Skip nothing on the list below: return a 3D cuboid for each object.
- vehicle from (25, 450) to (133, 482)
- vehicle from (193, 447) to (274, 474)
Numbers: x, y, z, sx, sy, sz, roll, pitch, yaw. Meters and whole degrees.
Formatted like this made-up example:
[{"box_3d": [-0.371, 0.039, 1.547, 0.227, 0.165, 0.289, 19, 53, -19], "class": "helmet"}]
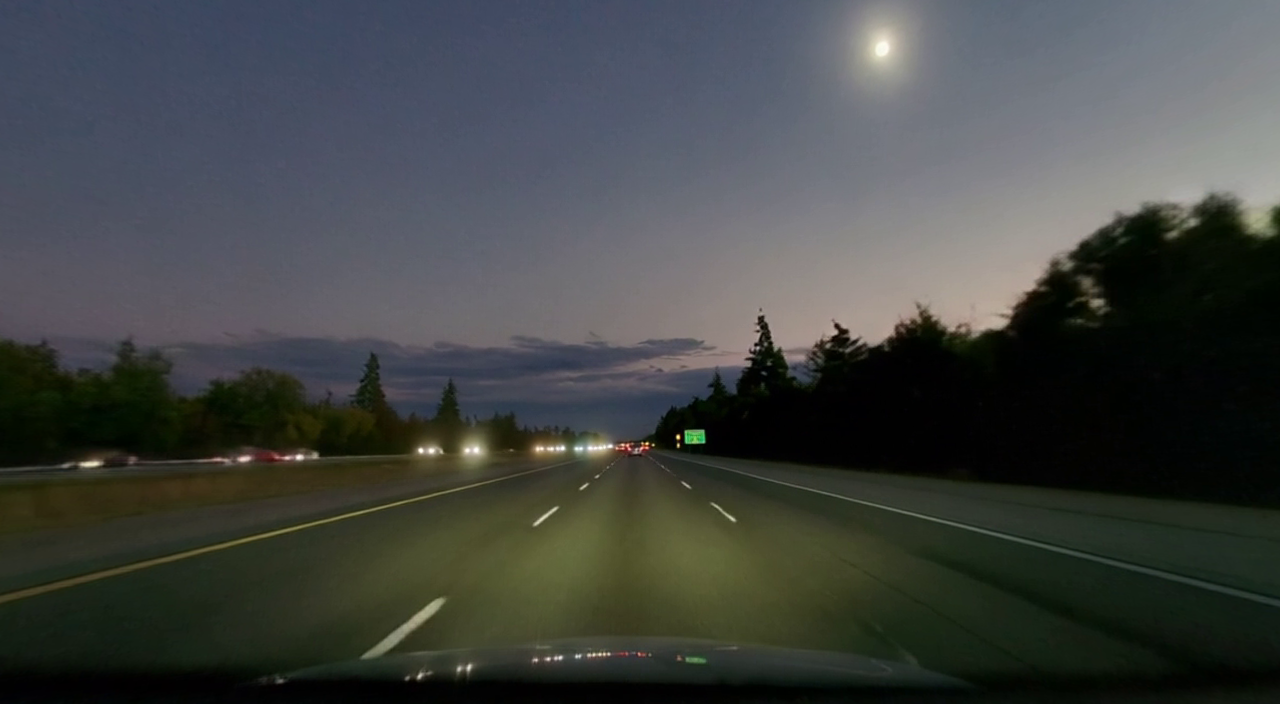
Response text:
[{"box_3d": [-32.782, 6.647, 37.135, 1.941, 1.741, 4.805, 0, -9, -1], "class": "vehicle"}, {"box_3d": [-28.317, 7.558, 44.260, 2.301, 1.770, 5.042, 0, -9, 0], "class": "vehicle"}]
